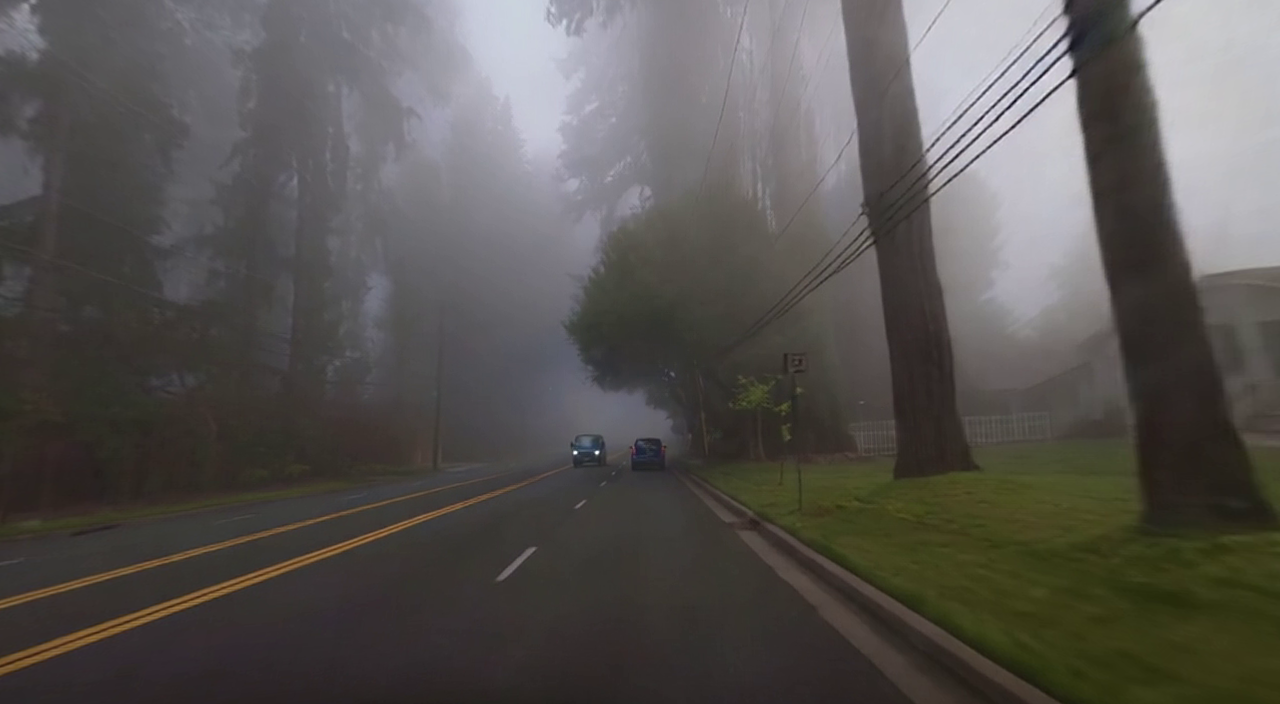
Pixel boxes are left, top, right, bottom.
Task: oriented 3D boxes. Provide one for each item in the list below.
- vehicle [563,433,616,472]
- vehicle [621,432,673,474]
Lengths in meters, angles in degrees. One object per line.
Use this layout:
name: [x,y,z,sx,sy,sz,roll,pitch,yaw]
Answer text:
vehicle: [-2.407,4.973,31.284,2.157,1.765,4.303,0,-9,2]
vehicle: [0.280,4.478,28.001,2.120,1.718,3.909,0,-9,0]
